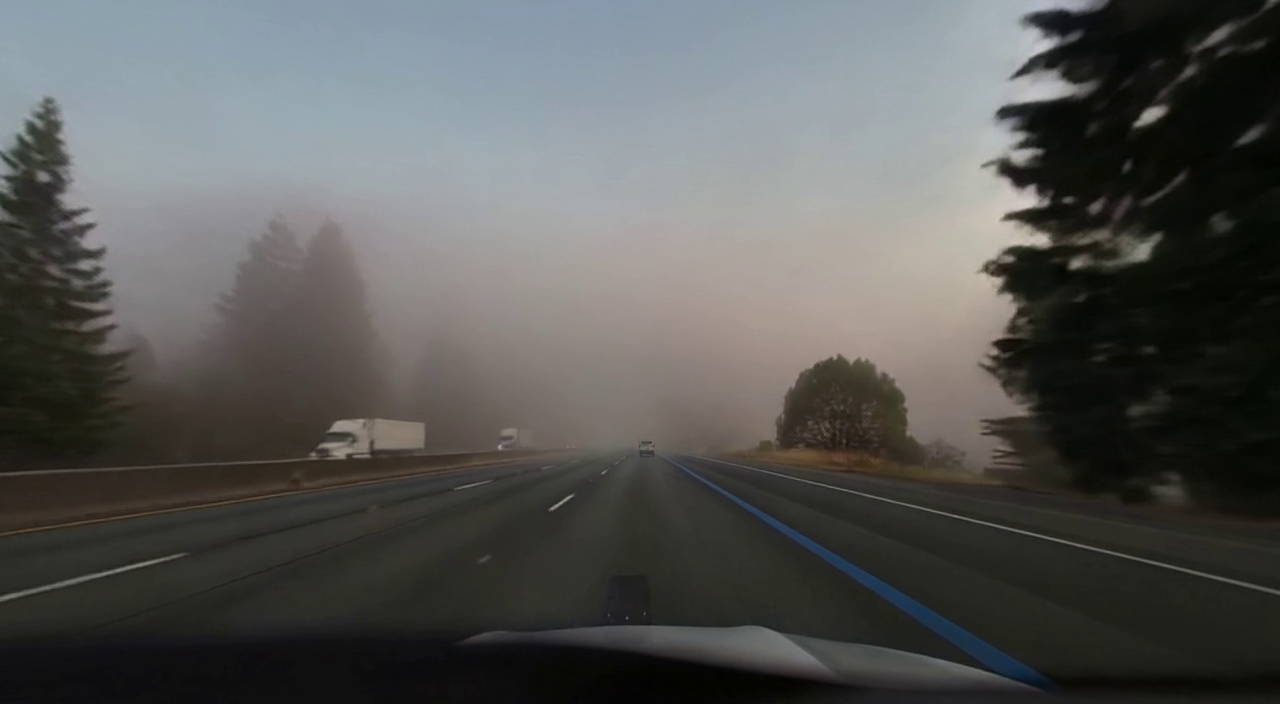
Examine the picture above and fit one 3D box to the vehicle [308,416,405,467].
[{"bbox_3d":[-22.085,7.091,49.855,3.019,3.659,9.658,0,-8,1],"label":"vehicle"}]
